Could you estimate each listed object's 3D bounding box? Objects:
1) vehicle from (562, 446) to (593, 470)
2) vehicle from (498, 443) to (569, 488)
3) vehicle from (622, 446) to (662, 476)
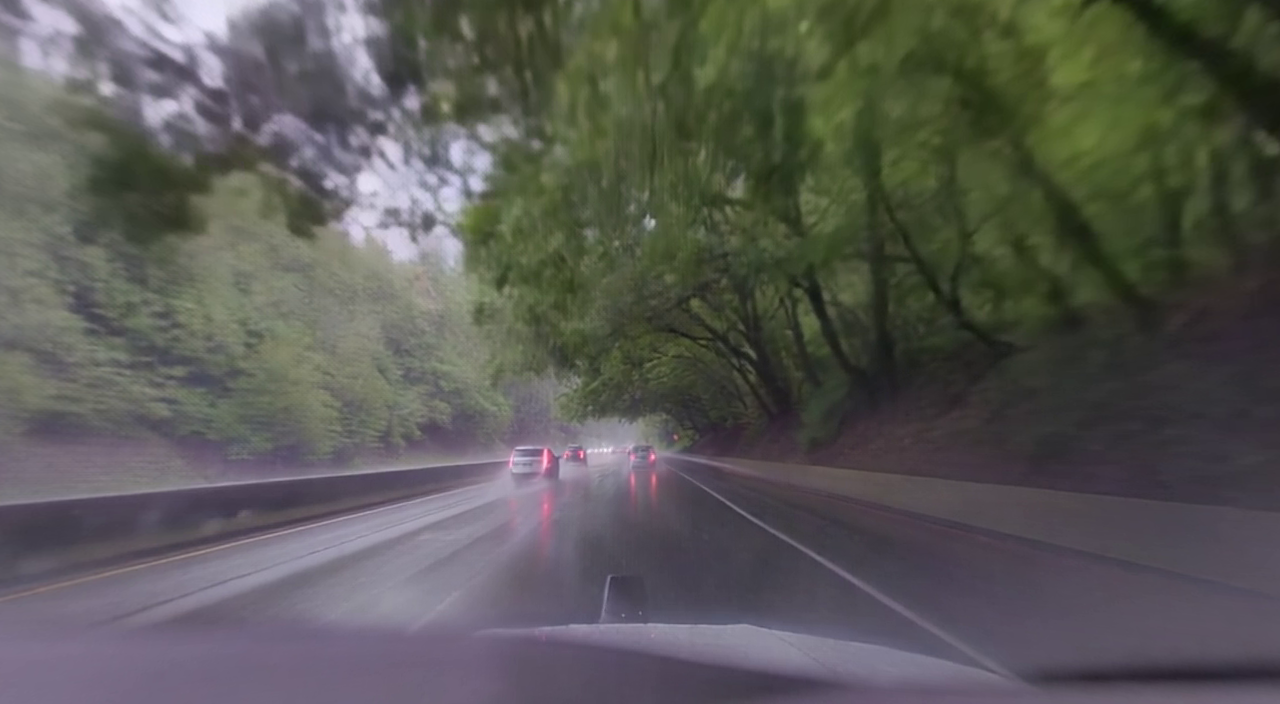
[{"bbox_3d":[-4.391,7.501,44.801,1.834,1.615,3.624,0,-9,0],"label":"vehicle"},{"bbox_3d":[-3.875,4.196,23.566,1.978,1.538,3.755,0,-9,0],"label":"vehicle"},{"bbox_3d":[0.080,5.796,33.628,2.001,1.490,3.914,0,-9,-1],"label":"vehicle"}]
